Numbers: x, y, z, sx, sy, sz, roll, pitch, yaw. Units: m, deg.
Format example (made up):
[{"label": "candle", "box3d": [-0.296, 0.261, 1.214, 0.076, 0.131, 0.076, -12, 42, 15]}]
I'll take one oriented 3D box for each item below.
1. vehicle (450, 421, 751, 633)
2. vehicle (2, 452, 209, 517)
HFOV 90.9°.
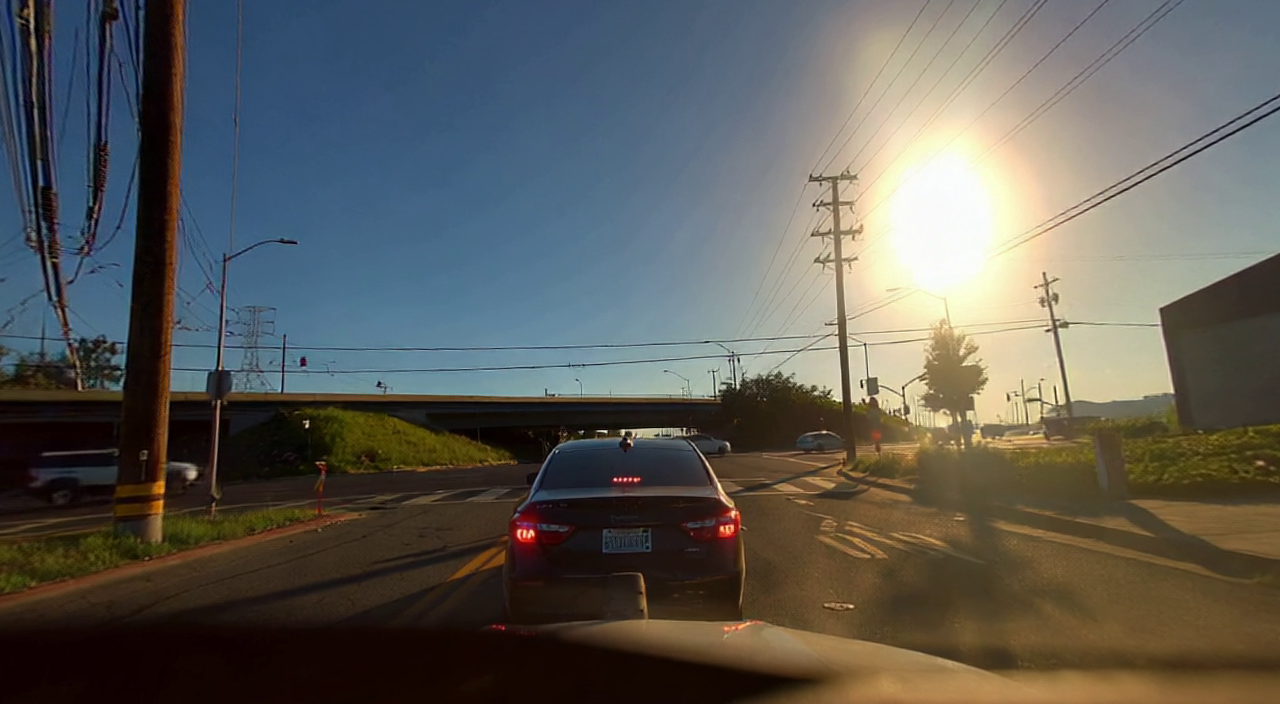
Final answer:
[{"label": "vehicle", "box3d": [-0.240, 1.528, 6.471, 2.090, 1.458, 4.033, -1, -9, 1]}, {"label": "vehicle", "box3d": [-15.850, 3.862, 18.886, 4.435, 1.637, 1.901, 8, -12, -44]}]
